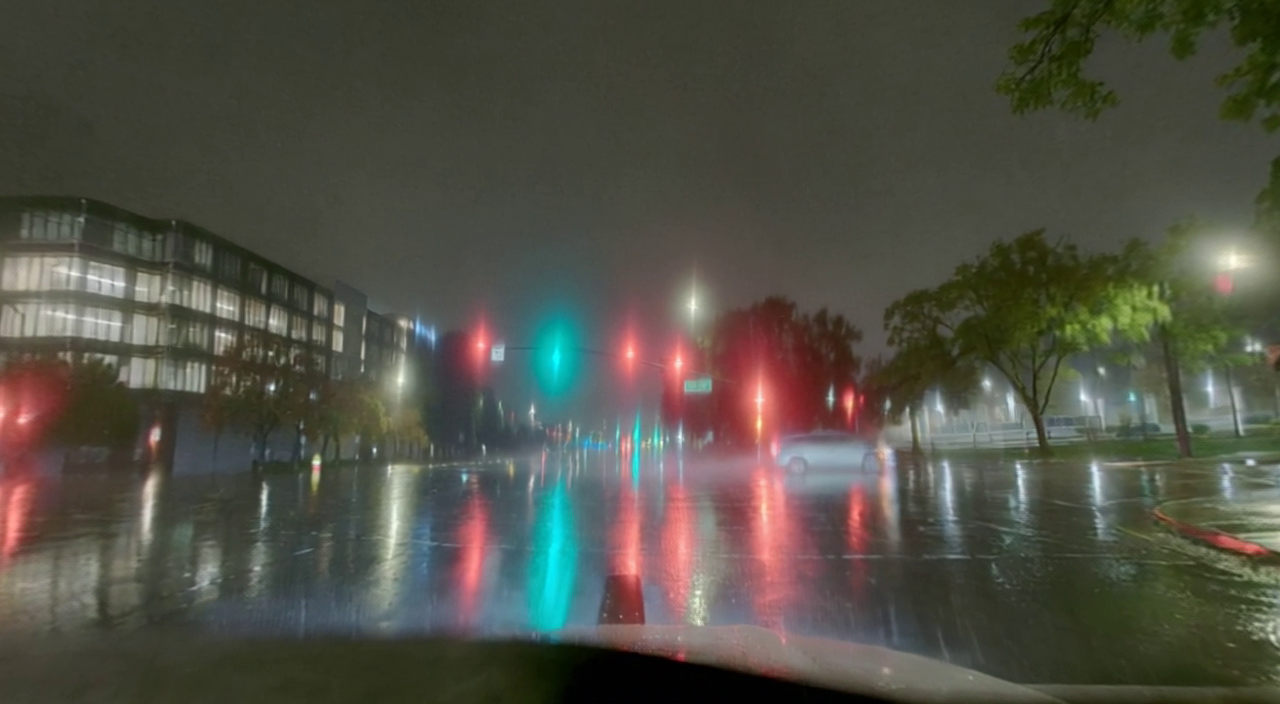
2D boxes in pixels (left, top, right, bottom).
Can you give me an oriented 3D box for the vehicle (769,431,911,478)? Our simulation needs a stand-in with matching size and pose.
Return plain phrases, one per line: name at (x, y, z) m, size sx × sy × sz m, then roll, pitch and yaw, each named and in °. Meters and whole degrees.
vehicle at (8.222, 4.290, 26.511) m, size 5.357 × 1.814 × 2.141 m, roll -2°, pitch -8°, yaw 10°
